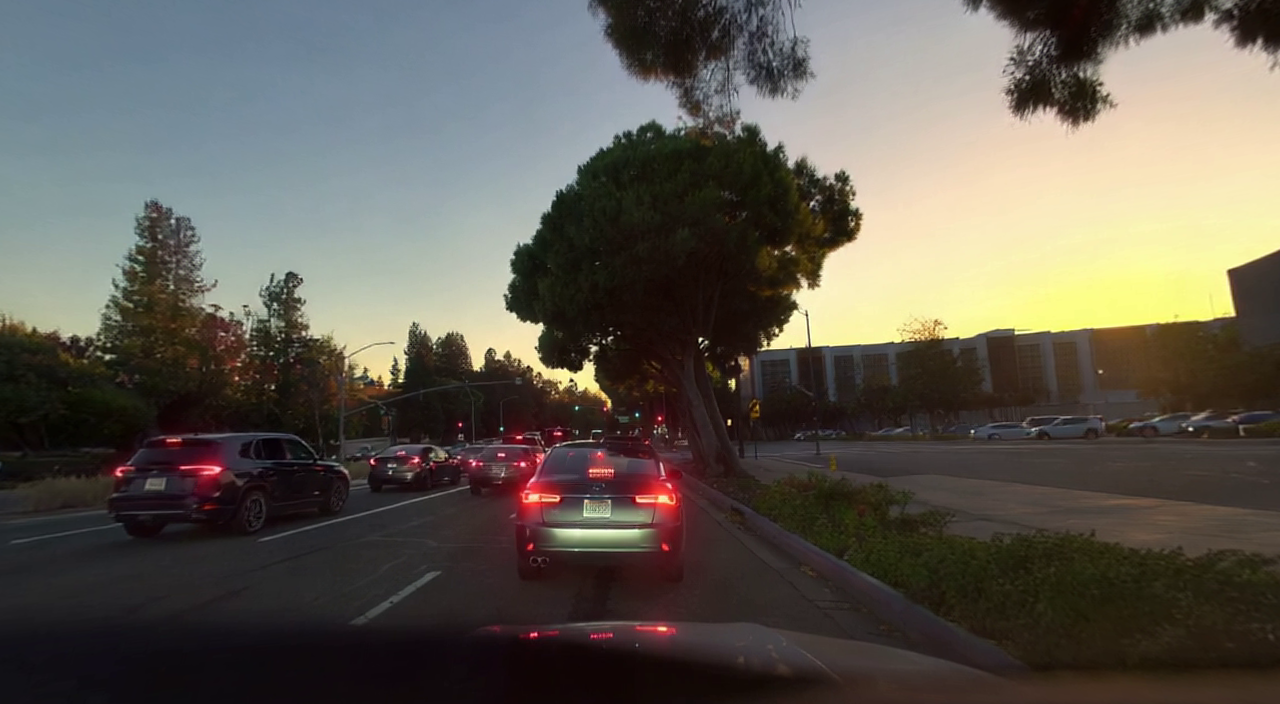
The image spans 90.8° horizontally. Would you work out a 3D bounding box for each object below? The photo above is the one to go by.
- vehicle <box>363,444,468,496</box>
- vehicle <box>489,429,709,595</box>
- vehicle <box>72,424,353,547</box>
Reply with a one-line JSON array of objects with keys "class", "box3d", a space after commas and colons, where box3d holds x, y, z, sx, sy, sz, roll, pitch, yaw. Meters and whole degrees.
[{"class": "vehicle", "box3d": [-7.354, 3.886, 21.228, 1.851, 1.532, 4.279, 0, -9, 1]}, {"class": "vehicle", "box3d": [-0.389, 1.812, 7.996, 2.066, 1.544, 3.954, 0, -9, 0]}, {"class": "vehicle", "box3d": [-7.296, 2.290, 11.502, 2.068, 1.784, 4.224, 0, -9, 1]}]
